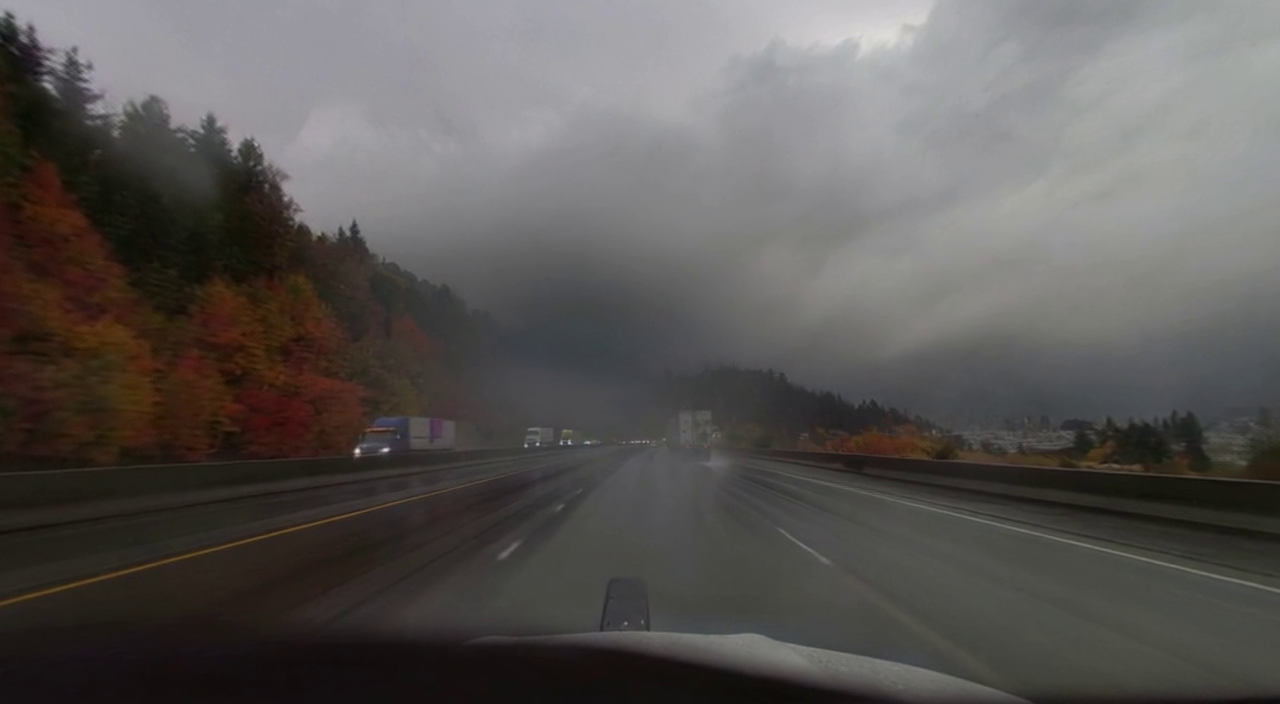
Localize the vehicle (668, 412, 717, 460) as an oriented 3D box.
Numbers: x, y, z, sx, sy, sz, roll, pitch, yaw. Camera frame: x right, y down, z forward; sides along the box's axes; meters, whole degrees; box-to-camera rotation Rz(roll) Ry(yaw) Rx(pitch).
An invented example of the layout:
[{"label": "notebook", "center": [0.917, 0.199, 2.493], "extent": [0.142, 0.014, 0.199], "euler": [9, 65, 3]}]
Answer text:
[{"label": "vehicle", "center": [3.996, 6.709, 49.966], "extent": [2.932, 3.425, 7.941], "euler": [0, -8, -2]}]

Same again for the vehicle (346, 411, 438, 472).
[{"label": "vehicle", "center": [-19.197, 7.079, 49.650], "extent": [2.923, 4.256, 10.164], "euler": [0, -8, 1]}]
